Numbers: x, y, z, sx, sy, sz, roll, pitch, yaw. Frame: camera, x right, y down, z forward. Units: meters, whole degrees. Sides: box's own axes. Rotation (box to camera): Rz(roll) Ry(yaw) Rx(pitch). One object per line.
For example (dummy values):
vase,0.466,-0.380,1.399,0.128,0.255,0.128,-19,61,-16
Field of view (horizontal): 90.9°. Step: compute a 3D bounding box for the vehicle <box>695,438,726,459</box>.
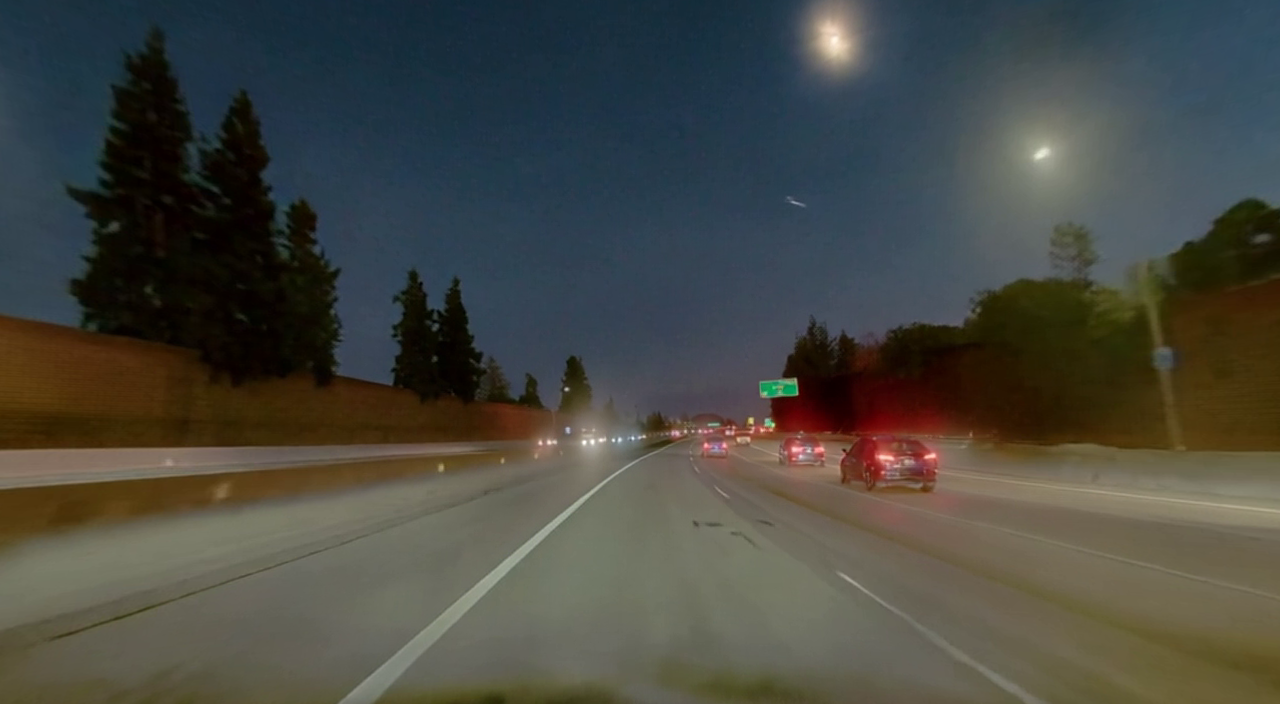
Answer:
vehicle,5.082,7.022,46.073,1.926,1.477,4.080,0,-8,2
